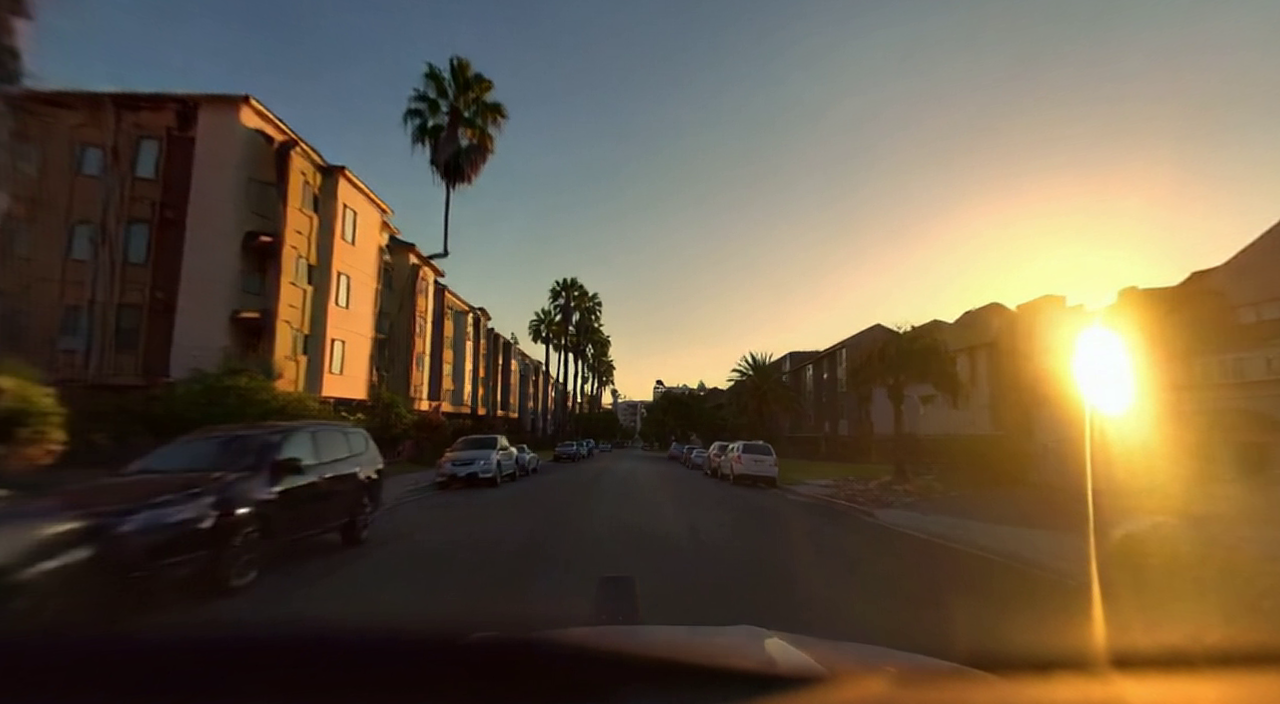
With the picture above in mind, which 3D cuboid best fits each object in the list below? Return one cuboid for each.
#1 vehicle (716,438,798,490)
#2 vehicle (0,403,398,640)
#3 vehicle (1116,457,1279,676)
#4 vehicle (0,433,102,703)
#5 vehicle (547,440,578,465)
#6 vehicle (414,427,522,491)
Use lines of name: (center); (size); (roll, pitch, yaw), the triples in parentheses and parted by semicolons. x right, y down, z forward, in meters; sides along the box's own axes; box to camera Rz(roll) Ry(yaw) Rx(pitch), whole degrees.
vehicle: (4.378, 4.267, 24.437); (1.969, 1.782, 4.677); (1, -8, -4)
vehicle: (-4.522, 1.554, 6.911); (2.015, 1.690, 4.441); (2, -8, -1)
vehicle: (5.315, 1.426, 3.932); (1.812, 1.461, 3.575); (0, -8, -2)
vehicle: (-4.366, 0.915, 1.775); (1.840, 1.464, 4.368); (2, -8, 0)
vehicle: (-6.025, 7.842, 49.580); (1.947, 1.806, 4.413); (2, -8, -1)
vehicle: (-5.732, 3.667, 21.982); (2.358, 1.905, 5.615); (0, -9, -2)
